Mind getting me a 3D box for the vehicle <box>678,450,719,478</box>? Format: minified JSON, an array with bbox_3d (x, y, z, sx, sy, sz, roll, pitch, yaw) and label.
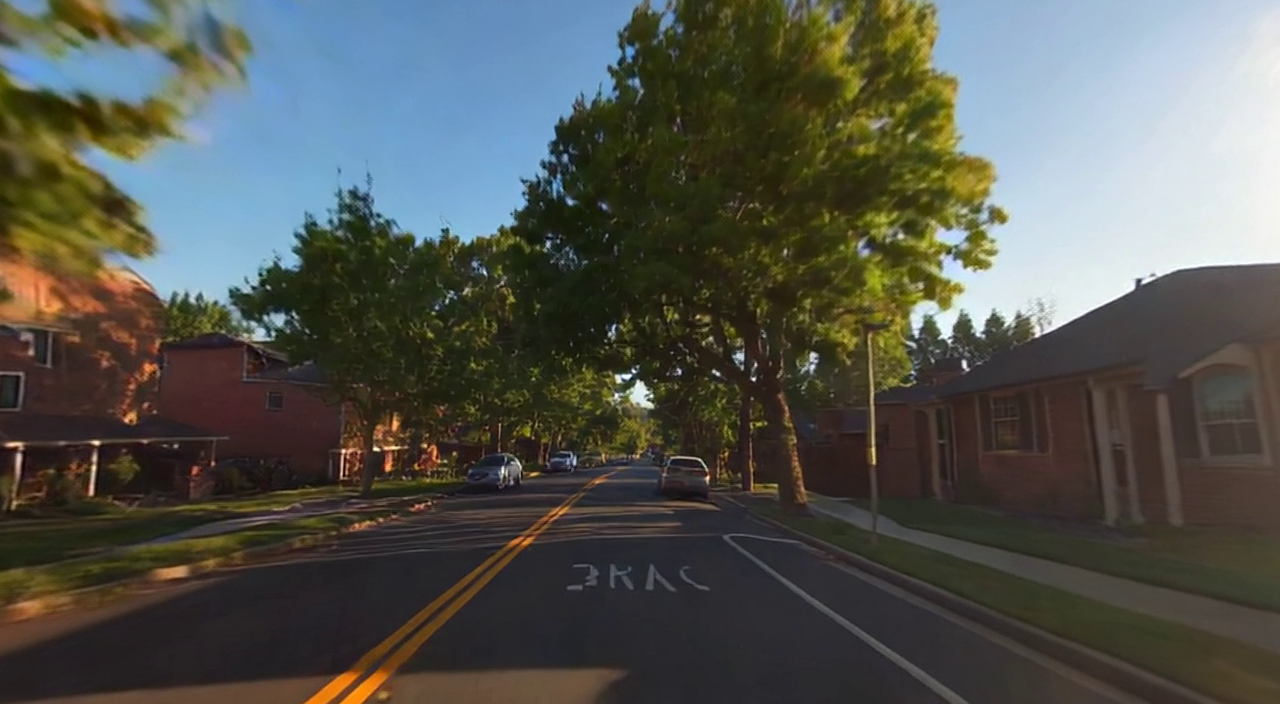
[{"bbox_3d":[3.911,7.520,42.816,1.937,1.752,4.574,1,-9,-5],"label":"vehicle"}]
